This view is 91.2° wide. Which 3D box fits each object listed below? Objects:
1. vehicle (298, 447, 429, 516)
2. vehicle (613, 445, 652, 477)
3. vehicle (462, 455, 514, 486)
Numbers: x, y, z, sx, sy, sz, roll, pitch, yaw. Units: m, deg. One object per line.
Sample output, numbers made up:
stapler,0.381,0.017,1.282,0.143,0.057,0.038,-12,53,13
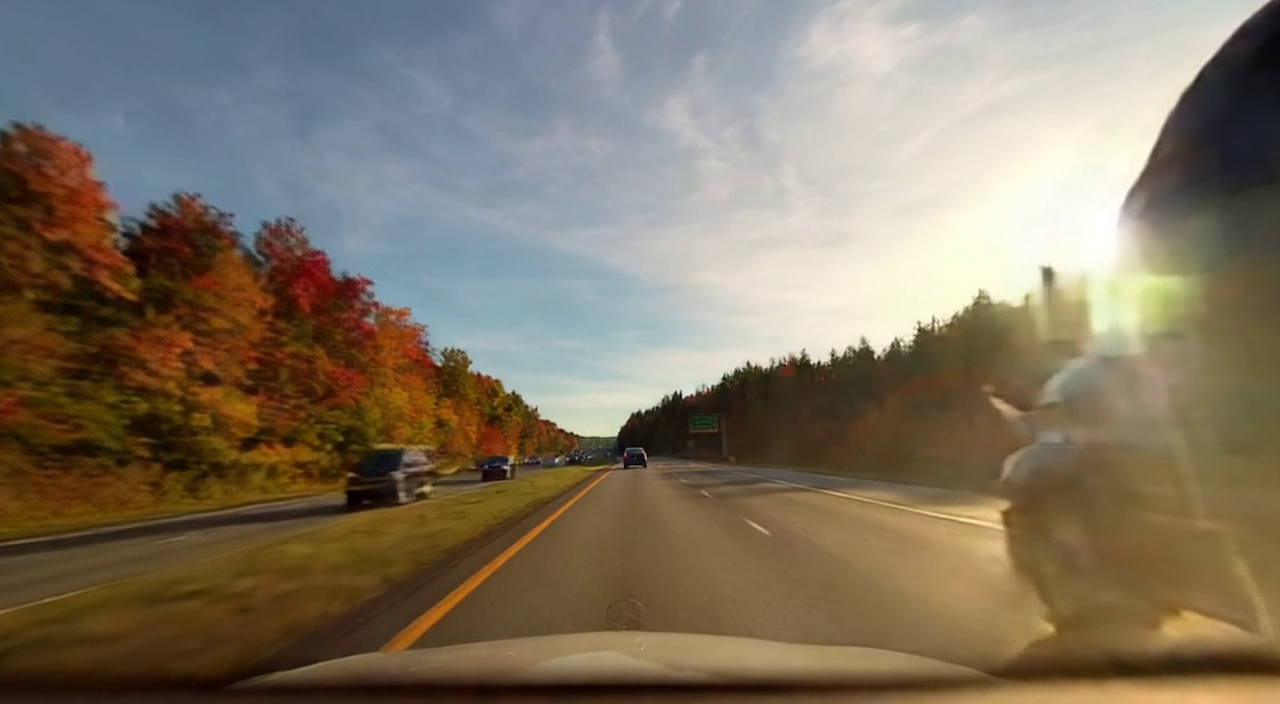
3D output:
vehicle,-9.060,4.250,21.147,2.221,2.006,4.849,-1,-9,-1
vehicle,-0.450,6.496,37.510,2.168,1.705,4.272,-1,-9,-1
vehicle,-9.001,7.029,37.442,1.991,1.650,4.391,-1,-9,0
